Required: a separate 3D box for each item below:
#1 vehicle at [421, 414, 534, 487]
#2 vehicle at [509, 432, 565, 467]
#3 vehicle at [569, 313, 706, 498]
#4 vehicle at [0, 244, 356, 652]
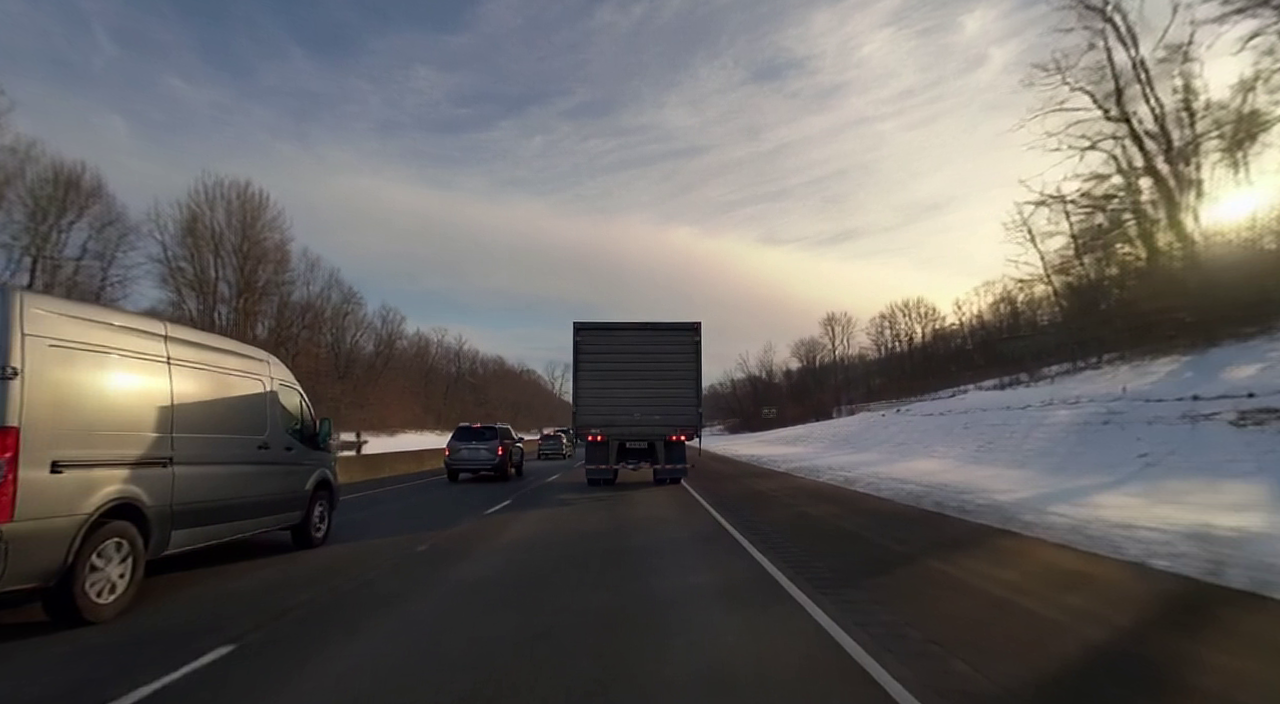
[{"bbox_3d":[-4.851,3.008,19.603,2.168,1.985,4.952,0,-8,0],"label":"vehicle"},{"bbox_3d":[-4.851,4.653,30.196,1.931,1.539,4.441,0,-8,0],"label":"vehicle"},{"bbox_3d":[-0.203,1.812,18.827,2.953,4.041,10.072,0,-8,-2],"label":"vehicle"},{"bbox_3d":[-5.244,0.887,6.055,2.478,2.515,5.438,0,-8,-1],"label":"vehicle"}]
